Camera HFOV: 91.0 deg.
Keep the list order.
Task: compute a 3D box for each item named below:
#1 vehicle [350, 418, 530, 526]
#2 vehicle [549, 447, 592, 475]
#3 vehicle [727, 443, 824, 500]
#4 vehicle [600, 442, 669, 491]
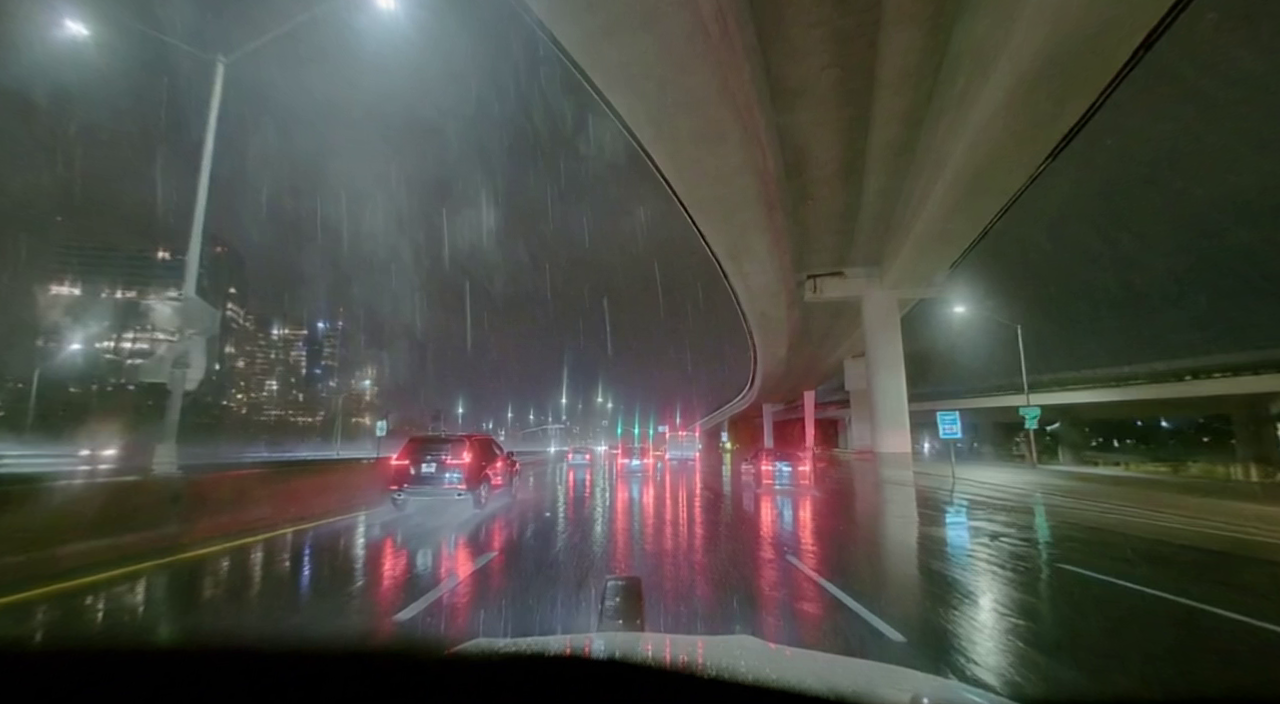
[{"bbox_3d":[-3.845,2.404,13.188,2.142,1.819,4.648,0,-9,1],"label":"vehicle"},{"bbox_3d":[-3.775,5.994,34.941,1.868,1.431,4.055,0,-9,1],"label":"vehicle"},{"bbox_3d":[3.893,3.497,18.805,1.974,1.490,3.994,0,-9,-1],"label":"vehicle"},{"bbox_3d":[-0.179,3.814,21.305,2.089,1.493,3.964,0,-9,0],"label":"vehicle"}]
